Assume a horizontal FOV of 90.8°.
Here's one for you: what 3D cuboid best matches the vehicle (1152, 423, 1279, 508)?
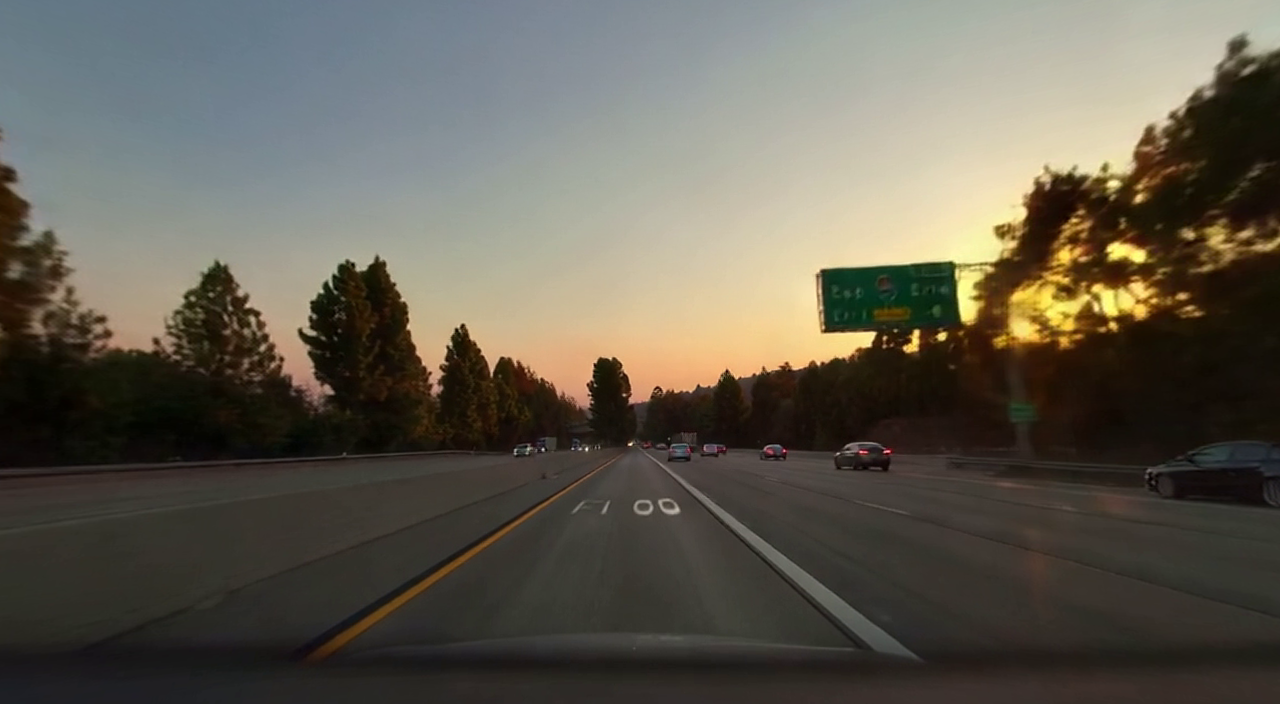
[{"bbox_3d":[14.110,2.466,13.875,1.957,1.709,4.387,0,-9,-1],"label":"vehicle"}]

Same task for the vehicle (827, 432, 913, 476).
[{"bbox_3d":[10.265,4.581,28.605,2.098,1.820,4.505,0,-9,-1],"label":"vehicle"}]
